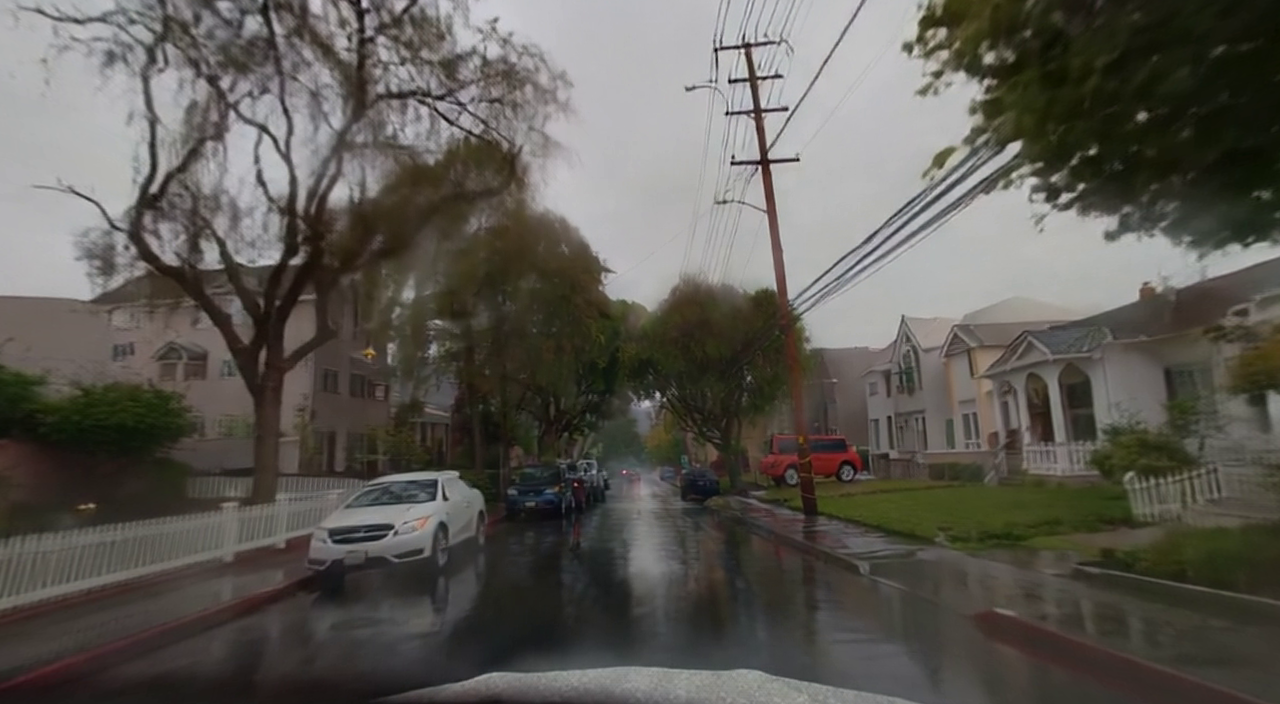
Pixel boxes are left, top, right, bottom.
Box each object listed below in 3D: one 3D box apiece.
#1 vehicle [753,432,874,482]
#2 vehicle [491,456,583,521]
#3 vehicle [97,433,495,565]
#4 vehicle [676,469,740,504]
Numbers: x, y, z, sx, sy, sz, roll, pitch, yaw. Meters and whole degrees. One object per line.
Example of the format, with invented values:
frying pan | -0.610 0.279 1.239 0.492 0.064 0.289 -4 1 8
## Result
vehicle | 6.878 4.181 25.353 4.249 1.905 1.904 1 -8 -2
vehicle | -2.817 3.865 18.418 2.081 1.589 4.691 0 -9 -2
vehicle | -4.805 2.240 9.644 4.537 1.595 2.471 2 -14 -1
vehicle | 3.517 6.858 32.413 3.005 1.535 4.025 -1 -9 7
